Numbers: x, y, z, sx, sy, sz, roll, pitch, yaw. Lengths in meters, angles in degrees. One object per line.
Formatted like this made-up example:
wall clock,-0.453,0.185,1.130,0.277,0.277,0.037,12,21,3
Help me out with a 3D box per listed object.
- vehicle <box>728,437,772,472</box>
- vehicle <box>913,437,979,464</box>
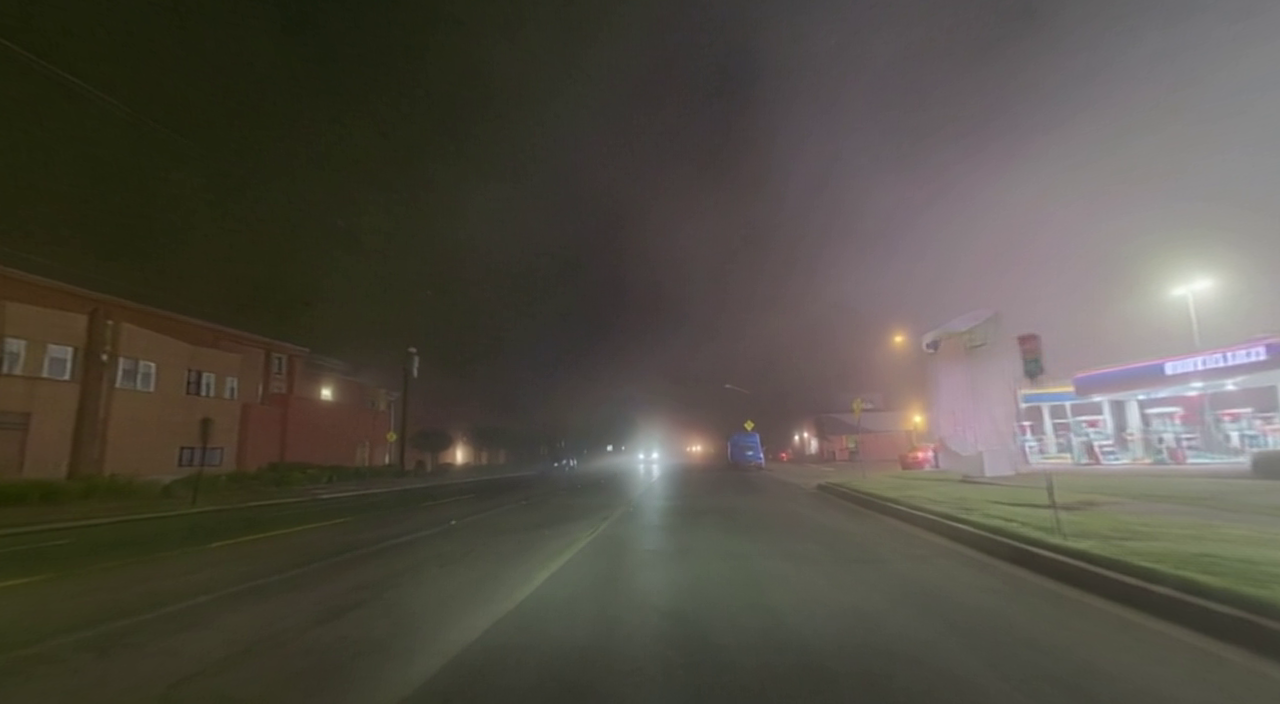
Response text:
vehicle,6.353,5.971,37.045,2.194,1.896,5.049,-1,-9,6
vehicle,16.935,5.482,35.195,1.919,1.411,4.440,-1,-9,7
